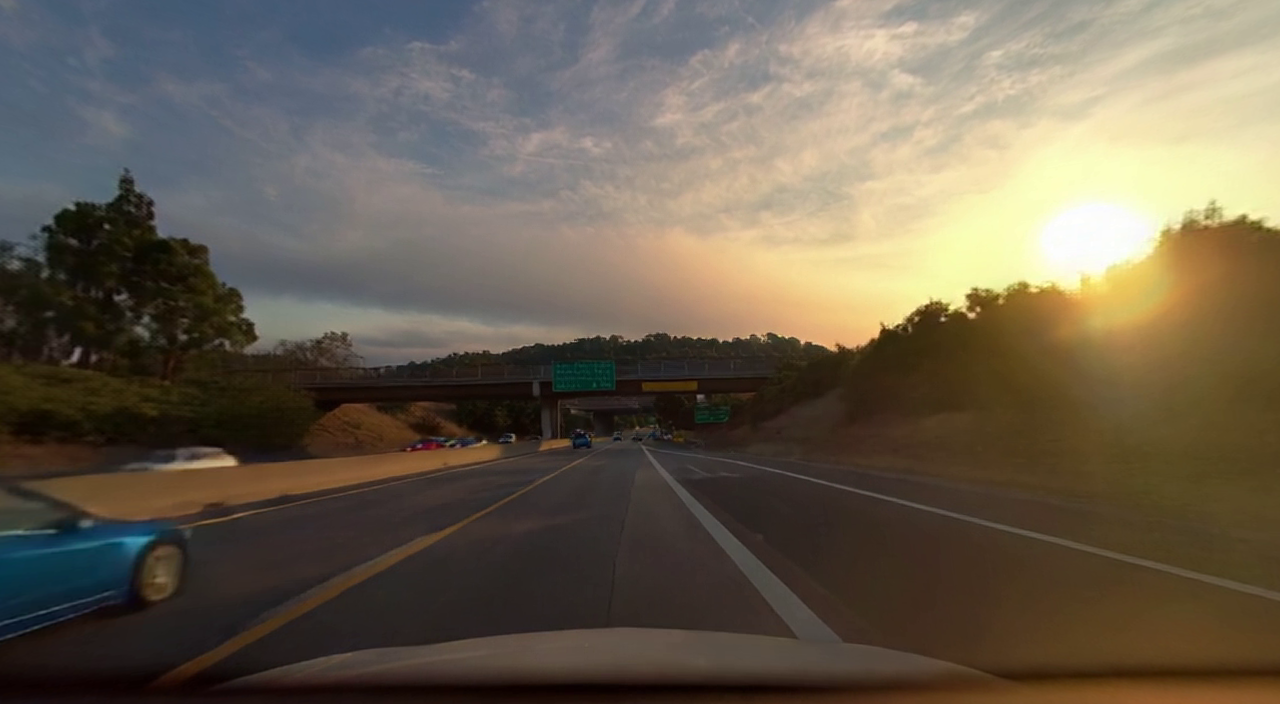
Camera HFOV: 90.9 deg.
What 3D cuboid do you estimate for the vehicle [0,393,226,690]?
[{"bbox_3d":[-4.563,0.983,2.996,2.086,1.624,4.607,0,-8,-1],"label":"vehicle"}]
